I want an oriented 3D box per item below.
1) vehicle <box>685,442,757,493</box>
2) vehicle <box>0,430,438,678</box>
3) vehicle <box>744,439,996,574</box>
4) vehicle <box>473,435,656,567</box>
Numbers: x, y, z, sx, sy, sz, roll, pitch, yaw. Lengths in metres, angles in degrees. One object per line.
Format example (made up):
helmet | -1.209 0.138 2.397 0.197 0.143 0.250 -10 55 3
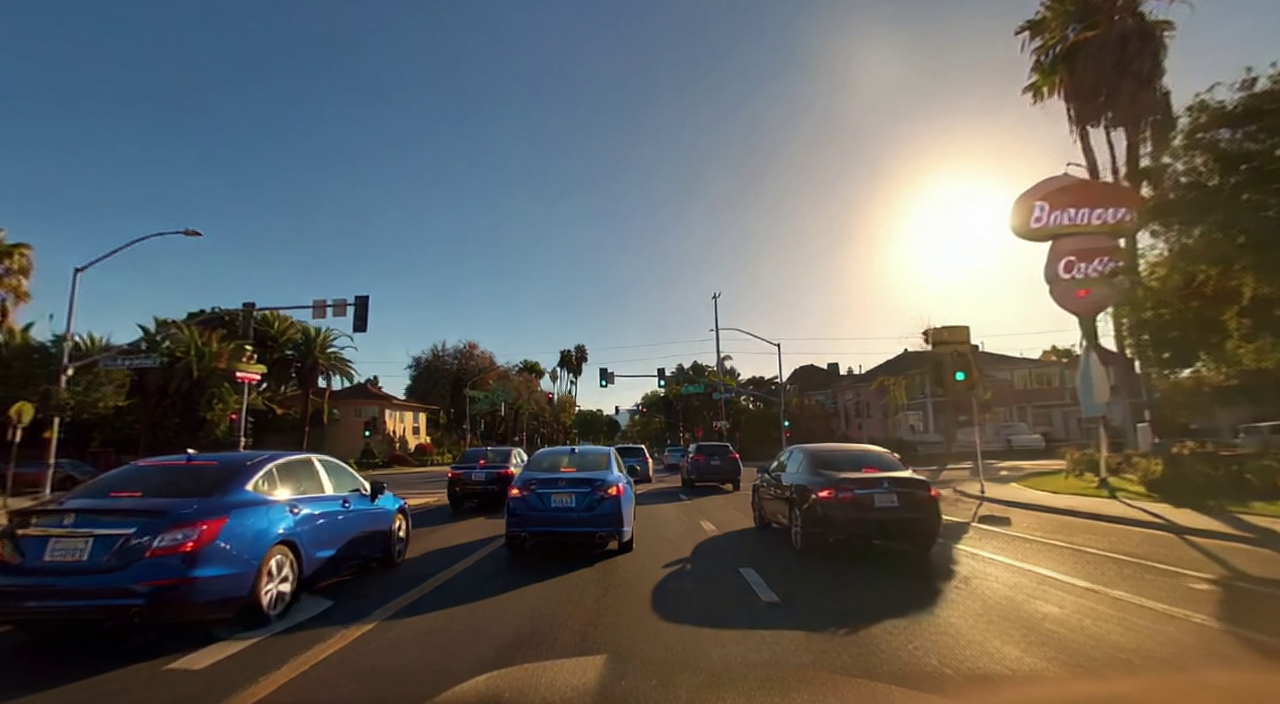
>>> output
vehicle | 2.758 4.033 22.407 1.956 1.615 4.205 0 -8 -1
vehicle | -3.699 1.556 6.107 2.058 1.474 4.473 0 -8 -1
vehicle | 2.898 2.029 9.190 2.014 1.464 4.312 0 -8 0
vehicle | -0.911 2.003 9.253 2.104 1.500 3.815 0 -8 -1
